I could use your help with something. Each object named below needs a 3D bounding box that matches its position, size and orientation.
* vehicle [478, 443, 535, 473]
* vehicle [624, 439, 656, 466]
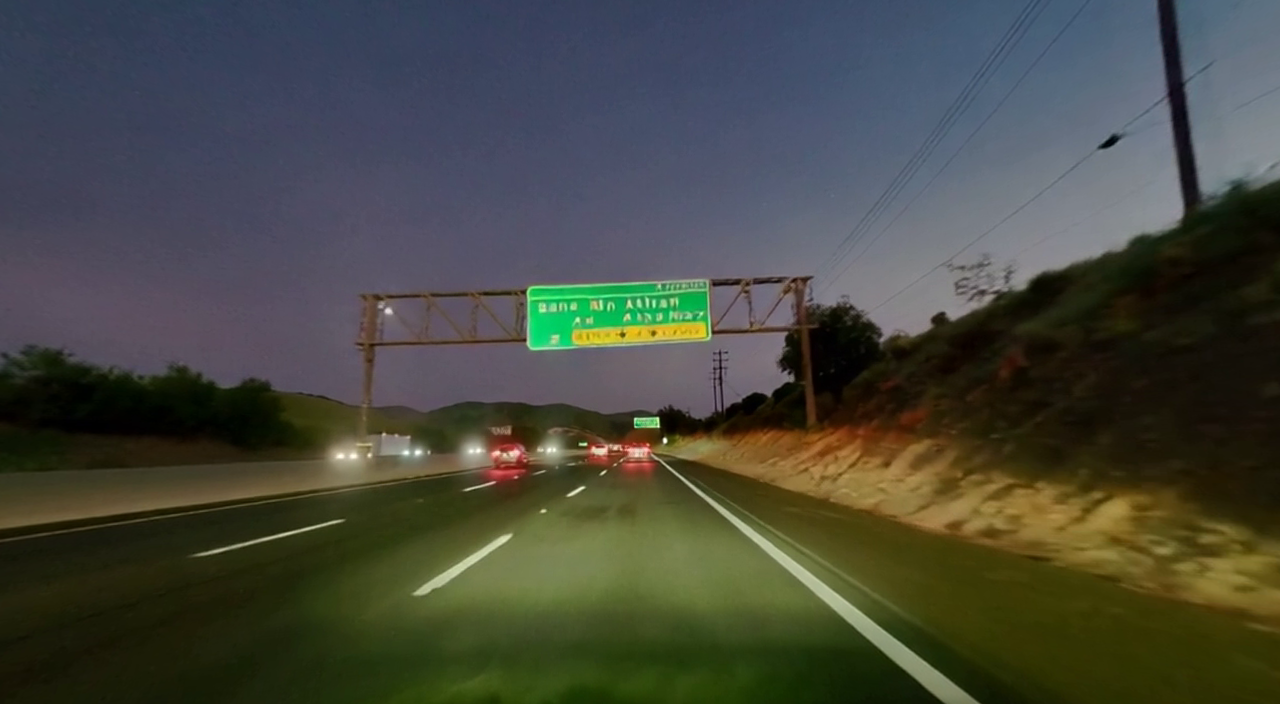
[{"bbox_3d":[-7.187,5.758,34.515,2.077,1.511,4.323,-1,-9,1],"label":"vehicle"},{"bbox_3d":[0.000,6.901,43.363,2.063,1.715,4.299,-1,-9,0],"label":"vehicle"}]
